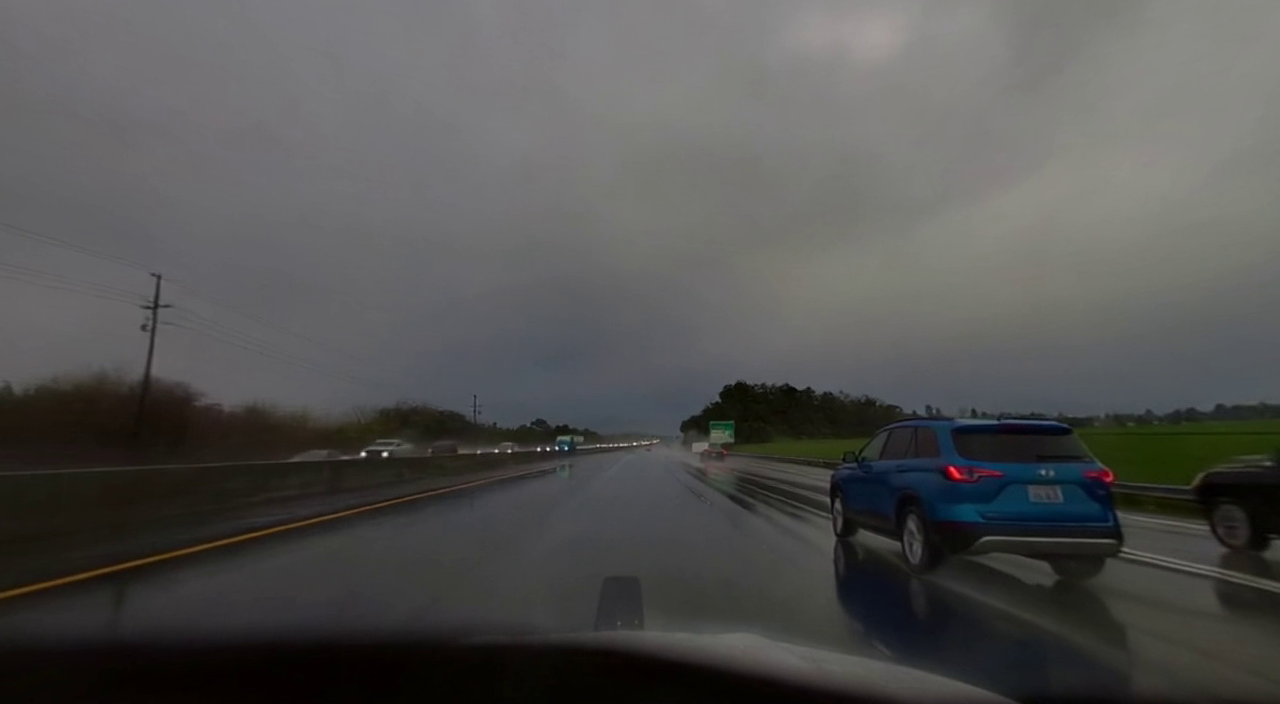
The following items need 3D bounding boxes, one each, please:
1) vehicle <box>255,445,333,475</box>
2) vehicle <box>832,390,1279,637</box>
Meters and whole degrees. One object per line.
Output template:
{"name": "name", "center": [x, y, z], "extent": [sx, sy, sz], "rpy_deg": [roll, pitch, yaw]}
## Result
{"name": "vehicle", "center": [-18.357, 5.739, 33.475], "extent": [1.833, 1.503, 4.093], "rpy_deg": [0, -9, 0]}
{"name": "vehicle", "center": [3.607, 1.462, 6.593], "extent": [1.784, 1.733, 4.141], "rpy_deg": [0, -9, -1]}
